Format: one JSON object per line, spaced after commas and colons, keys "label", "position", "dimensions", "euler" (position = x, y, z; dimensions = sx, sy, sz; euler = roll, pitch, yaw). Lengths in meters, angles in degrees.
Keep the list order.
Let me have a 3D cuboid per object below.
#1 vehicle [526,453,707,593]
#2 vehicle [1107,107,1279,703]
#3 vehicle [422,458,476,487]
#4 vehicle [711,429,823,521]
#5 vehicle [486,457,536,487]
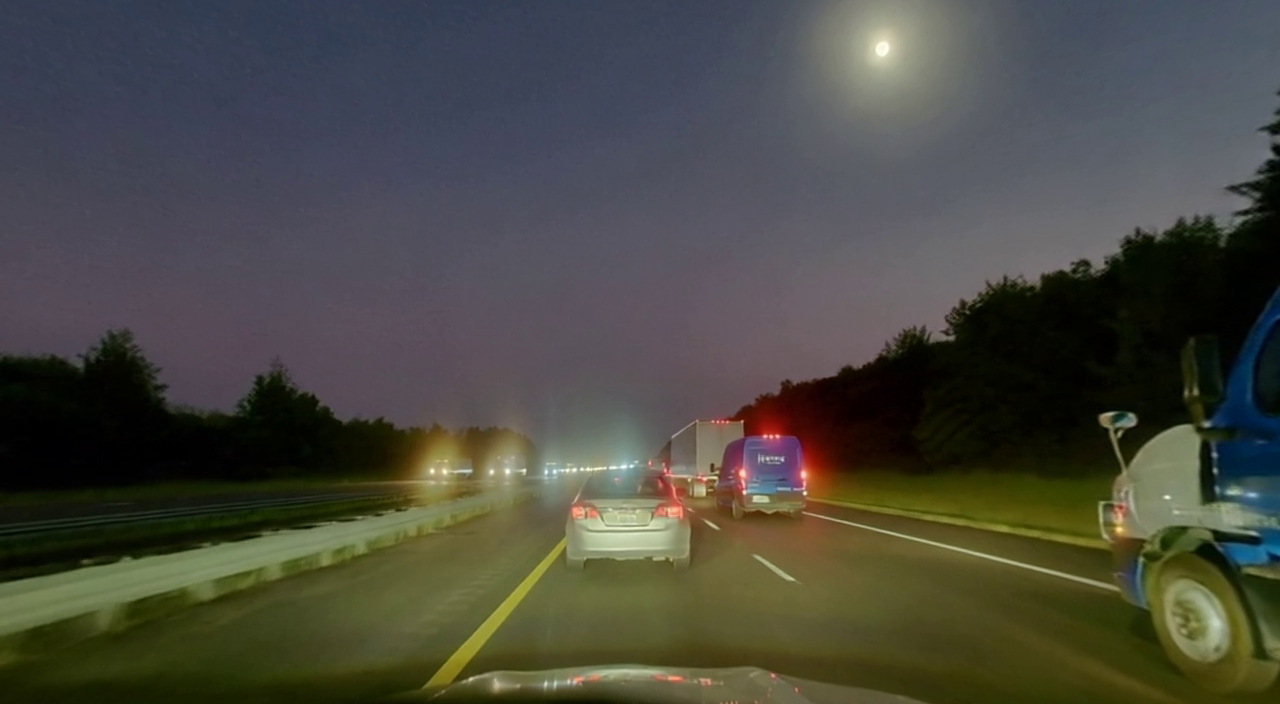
{"label": "vehicle", "position": [-0.290, 2.209, 8.692], "dimensions": [1.980, 1.493, 3.410], "euler": [1, -11, -1]}
{"label": "vehicle", "position": [5.540, -0.290, 0.608], "dimensions": [2.890, 3.726, 9.269], "euler": [1, -11, 0]}
{"label": "vehicle", "position": [-10.850, 6.915, 36.153], "dimensions": [1.872, 1.510, 4.266], "euler": [1, -11, -2]}
{"label": "vehicle", "position": [3.876, 3.961, 20.481], "dimensions": [2.328, 2.537, 5.290], "euler": [1, -11, -2]}
{"label": "vehicle", "position": [-7.465, 7.018, 36.930], "dimensions": [2.069, 1.628, 4.479], "euler": [1, -11, -1]}
